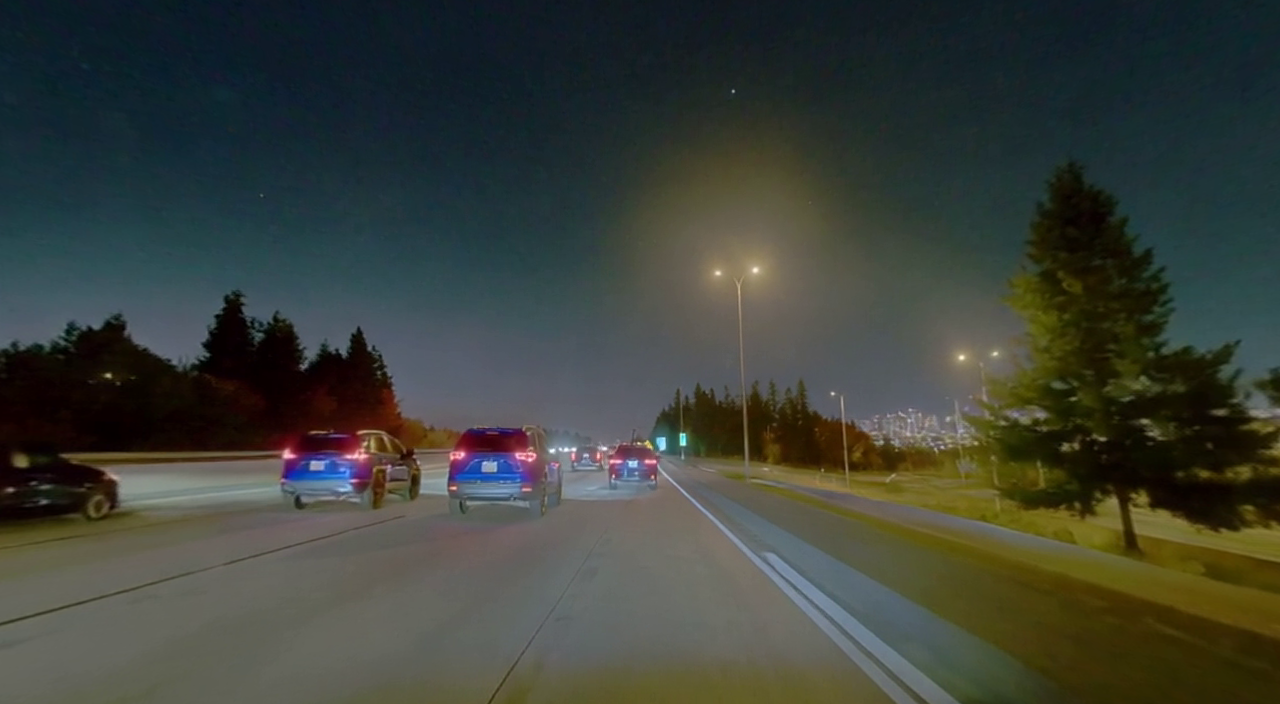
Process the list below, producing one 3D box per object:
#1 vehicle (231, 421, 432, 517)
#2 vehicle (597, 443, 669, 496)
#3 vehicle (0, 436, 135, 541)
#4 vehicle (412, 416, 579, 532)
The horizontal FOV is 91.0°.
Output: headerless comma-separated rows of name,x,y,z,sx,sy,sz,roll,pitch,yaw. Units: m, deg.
vehicle,-6.750,2.615,14.534,2.162,1.823,4.566,0,-9,2
vehicle,-0.197,3.652,20.022,2.068,1.488,4.045,0,-9,0
vehicle,-10.247,1.956,9.026,2.126,1.480,4.589,0,-9,1
vehicle,-2.480,2.233,12.044,2.123,1.798,4.108,0,-9,1
